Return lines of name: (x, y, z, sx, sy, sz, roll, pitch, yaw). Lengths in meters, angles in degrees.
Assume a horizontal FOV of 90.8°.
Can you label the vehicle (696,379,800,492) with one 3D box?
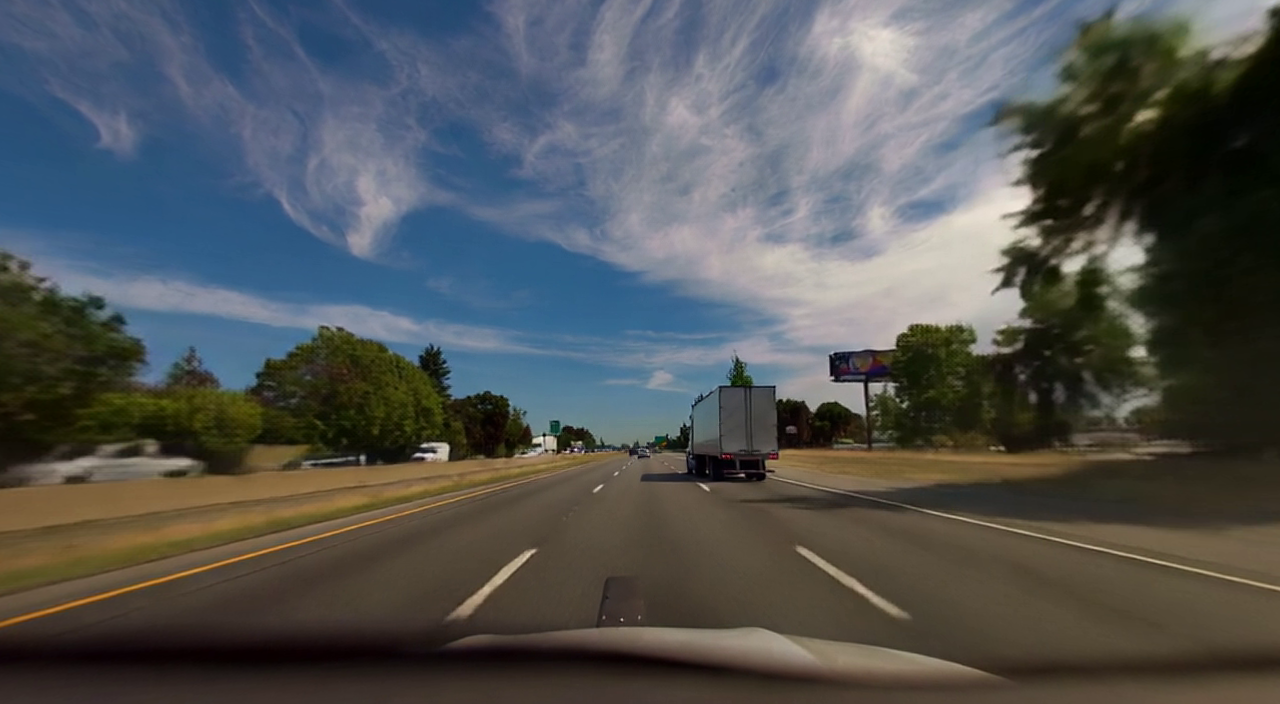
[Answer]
vehicle: (4.698, 4.116, 30.494, 3.058, 4.312, 12.251, 0, -9, 1)
